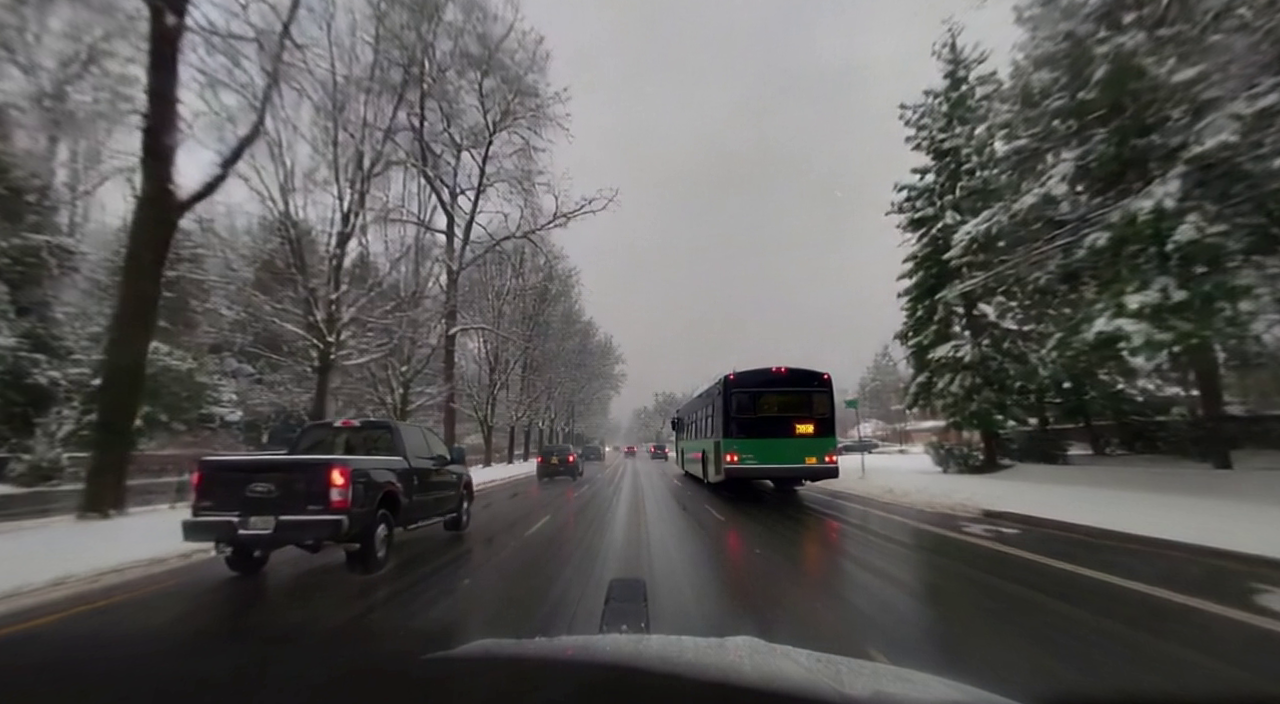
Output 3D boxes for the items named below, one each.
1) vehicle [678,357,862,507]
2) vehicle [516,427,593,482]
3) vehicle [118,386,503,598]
[{"bbox_3d":[3.234,2.675,20.186,3.059,3.264,12.623,0,-9,-1],"label":"vehicle"},{"bbox_3d":[-3.478,4.365,27.054,2.513,2.066,5.820,0,-9,0],"label":"vehicle"},{"bbox_3d":[-3.480,1.622,8.190,2.074,1.849,5.137,-1,-9,2],"label":"vehicle"}]
